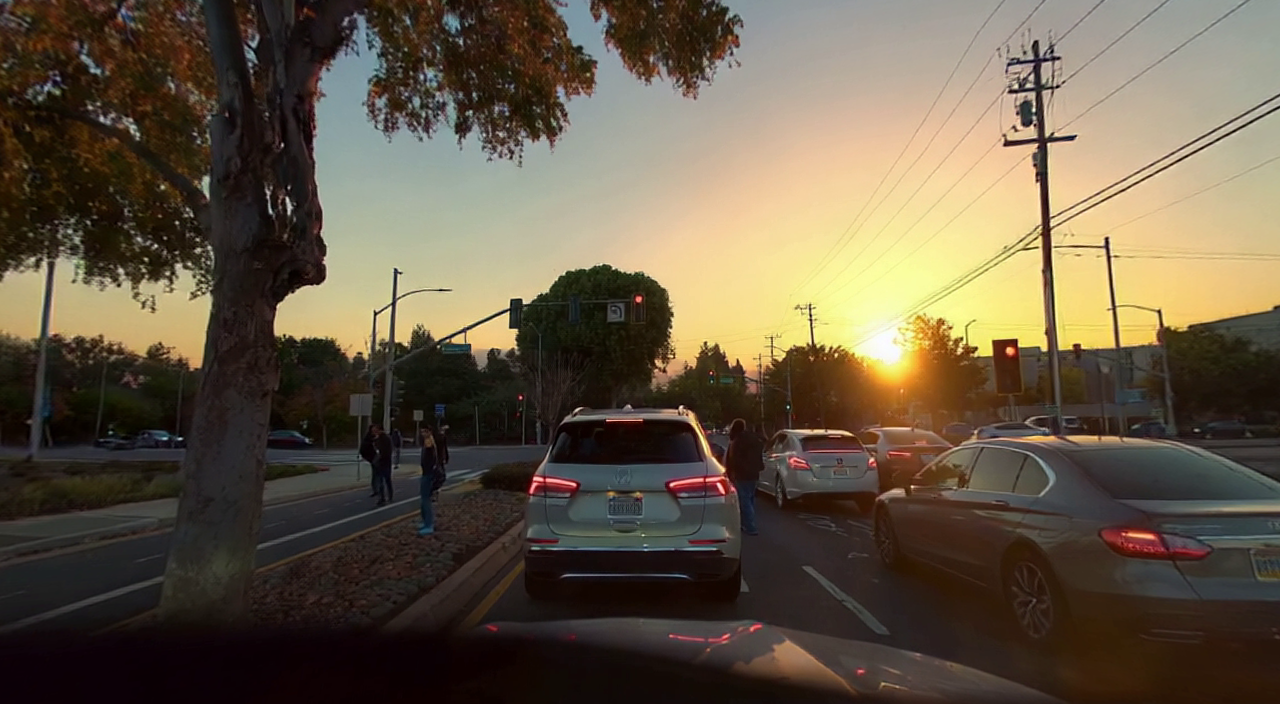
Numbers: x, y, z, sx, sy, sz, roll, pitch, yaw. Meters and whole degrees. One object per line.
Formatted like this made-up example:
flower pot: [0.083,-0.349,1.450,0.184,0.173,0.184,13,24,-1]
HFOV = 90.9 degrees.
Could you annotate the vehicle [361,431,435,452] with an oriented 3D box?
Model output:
vehicle: [-17.749,6.559,46.368,4.607,1.478,1.995,0,-8,0]

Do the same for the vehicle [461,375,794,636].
vehicle: [-0.132,1.371,6.630,2.271,1.786,4.443,0,-8,-1]

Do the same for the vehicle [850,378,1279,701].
vehicle: [3.557,1.298,5.569,1.948,1.677,4.437,0,-8,1]

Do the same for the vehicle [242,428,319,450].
vehicle: [-26.832,6.525,47.219,4.587,1.639,1.878,0,-8,0]
